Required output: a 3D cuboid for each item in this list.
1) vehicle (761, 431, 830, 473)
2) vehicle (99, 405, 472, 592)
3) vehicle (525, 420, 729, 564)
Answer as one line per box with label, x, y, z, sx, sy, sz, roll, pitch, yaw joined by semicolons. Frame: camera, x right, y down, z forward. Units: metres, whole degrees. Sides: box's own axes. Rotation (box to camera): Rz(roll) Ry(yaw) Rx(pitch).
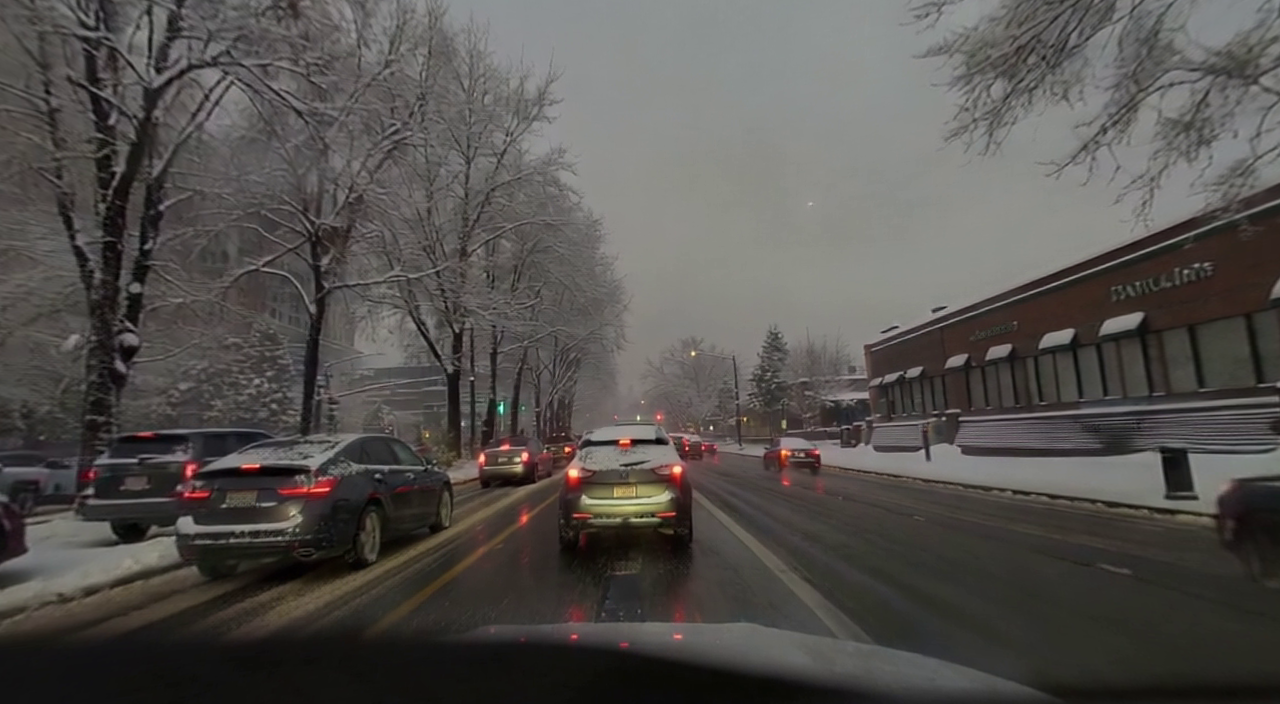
vehicle;6.743;4.368;27.792;1.889;1.681;4.120;0;-9;-1
vehicle;-3.707;1.613;7.799;2.009;1.619;4.376;0;-8;1
vehicle;-0.172;1.801;8.854;2.161;1.501;4.184;0;-8;-1
